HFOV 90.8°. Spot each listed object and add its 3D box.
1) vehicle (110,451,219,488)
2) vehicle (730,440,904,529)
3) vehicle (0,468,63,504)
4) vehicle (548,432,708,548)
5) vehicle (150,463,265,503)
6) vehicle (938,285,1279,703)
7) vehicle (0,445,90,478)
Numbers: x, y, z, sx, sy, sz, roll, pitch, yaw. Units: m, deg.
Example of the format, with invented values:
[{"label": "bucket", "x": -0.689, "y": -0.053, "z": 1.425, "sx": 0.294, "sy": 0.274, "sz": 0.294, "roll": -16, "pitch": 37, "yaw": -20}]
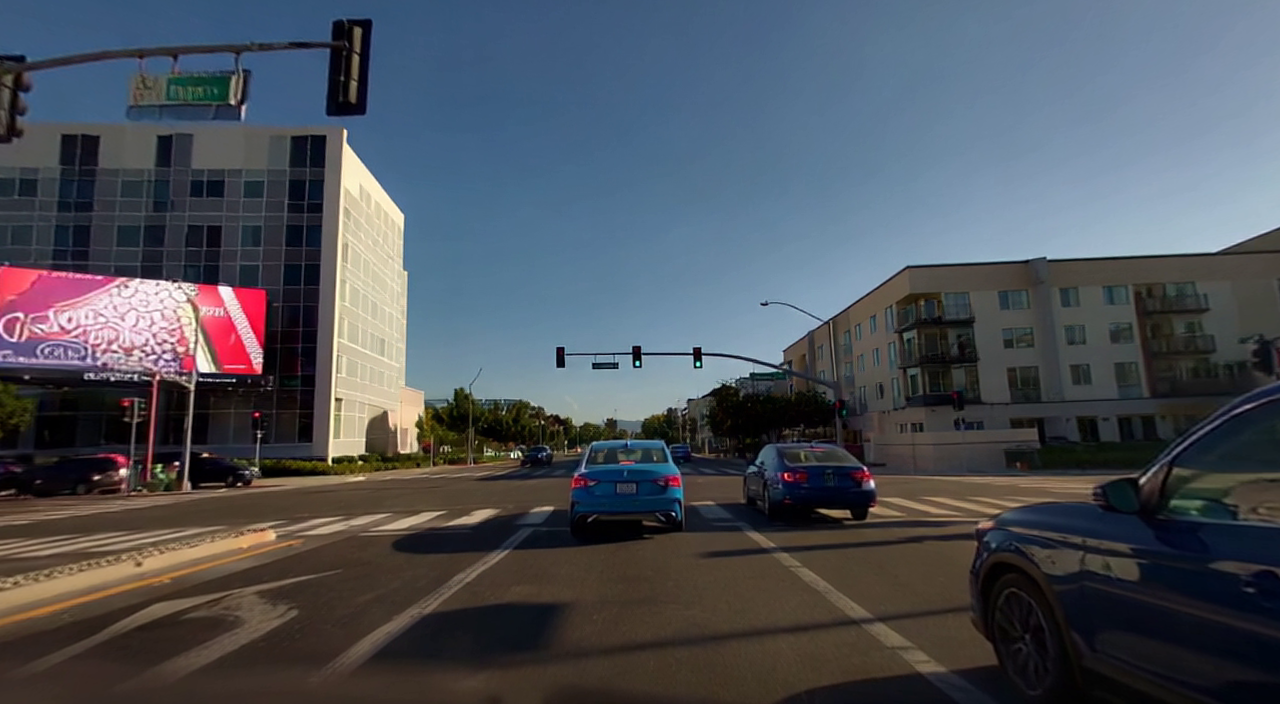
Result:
[{"label": "vehicle", "x": -27.550, "y": 6.804, "z": 36.875, "sx": 2.300, "sy": 1.932, "sz": 5.056, "roll": -1, "pitch": -9, "yaw": 2}, {"label": "vehicle", "x": 3.175, "y": 2.466, "z": 12.461, "sx": 2.009, "sy": 1.414, "sz": 4.416, "roll": 0, "pitch": -8, "yaw": -2}, {"label": "vehicle", "x": -28.055, "y": 6.102, "z": 28.967, "sx": 1.972, "sy": 1.433, "sz": 4.324, "roll": 8, "pitch": -12, "yaw": -39}, {"label": "vehicle", "x": -0.177, "y": 2.105, "z": 10.307, "sx": 2.095, "sy": 1.502, "sz": 3.873, "roll": 0, "pitch": -8, "yaw": -1}, {"label": "vehicle", "x": -19.130, "y": 5.786, "z": 28.237, "sx": 1.942, "sy": 1.453, "sz": 4.448, "roll": 0, "pitch": -8, "yaw": 0}, {"label": "vehicle", "x": 2.990, "y": 0.683, "z": 1.879, "sx": 2.047, "sy": 1.785, "sz": 4.357, "roll": 0, "pitch": -8, "yaw": 0}, {"label": "vehicle", "x": -35.715, "y": 6.356, "z": 37.022, "sx": 2.145, "sy": 1.797, "sz": 5.198, "roll": -1, "pitch": -8, "yaw": 1}]
